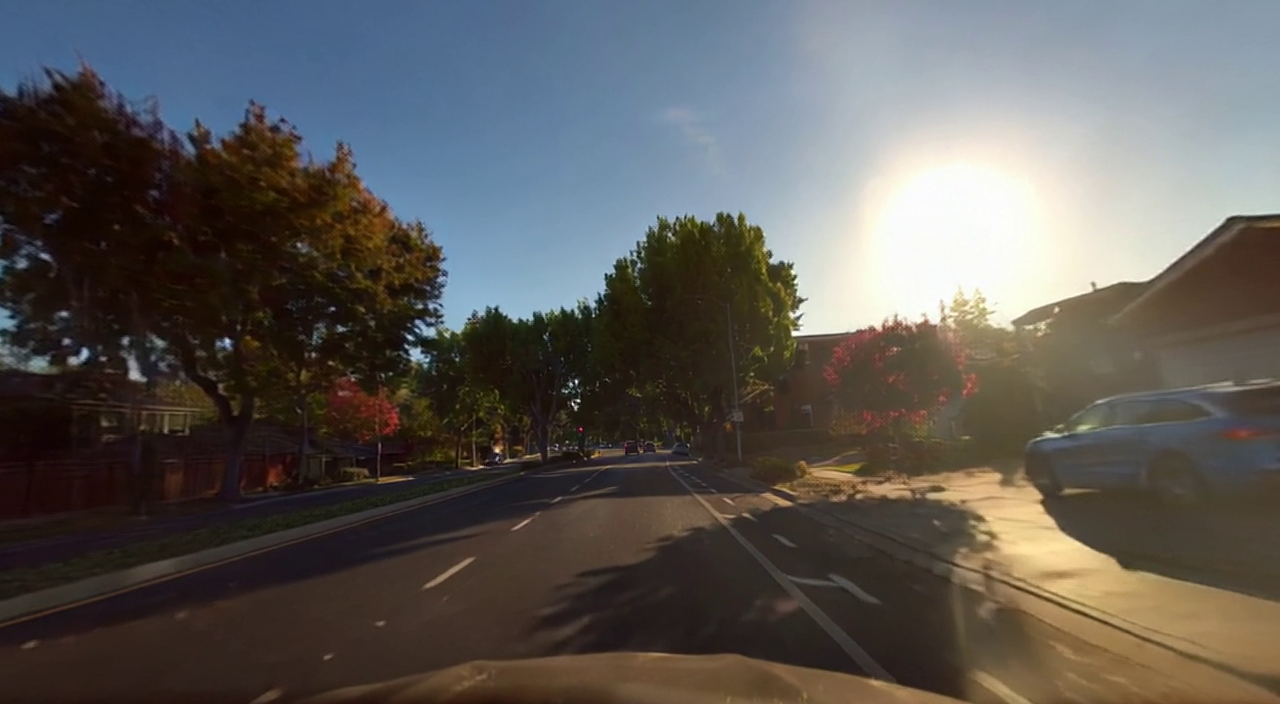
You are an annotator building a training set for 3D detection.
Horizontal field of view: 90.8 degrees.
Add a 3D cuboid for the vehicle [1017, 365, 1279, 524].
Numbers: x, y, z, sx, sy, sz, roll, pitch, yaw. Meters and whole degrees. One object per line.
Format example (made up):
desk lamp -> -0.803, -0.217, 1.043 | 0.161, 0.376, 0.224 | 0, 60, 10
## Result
vehicle -> 8.308, 1.361, 9.573 | 2.051, 1.801, 4.785 | -6, -9, -1
